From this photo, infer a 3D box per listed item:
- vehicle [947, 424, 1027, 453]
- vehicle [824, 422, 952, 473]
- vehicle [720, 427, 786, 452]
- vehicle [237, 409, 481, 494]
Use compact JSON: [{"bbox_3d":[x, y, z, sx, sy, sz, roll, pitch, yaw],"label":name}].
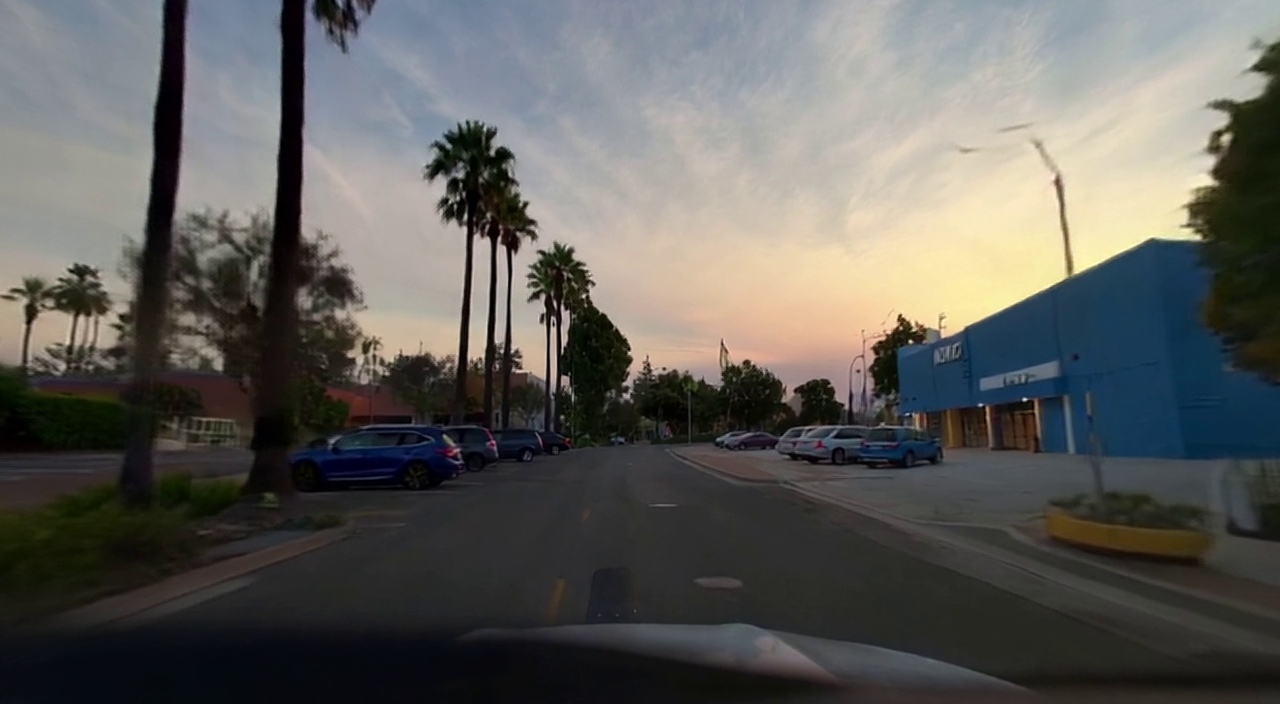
[{"bbox_3d":[21.340,5.341,38.940,4.120,1.659,1.894,-5,-10,28],"label":"vehicle"},{"bbox_3d":[9.453,3.620,24.058,4.509,1.759,2.077,5,-10,-30],"label":"vehicle"},{"bbox_3d":[8.806,6.868,49.257,4.758,1.759,2.068,6,-11,-28],"label":"vehicle"},{"bbox_3d":[-6.940,2.482,15.912,5.210,1.834,2.281,5,-10,-30],"label":"vehicle"}]
